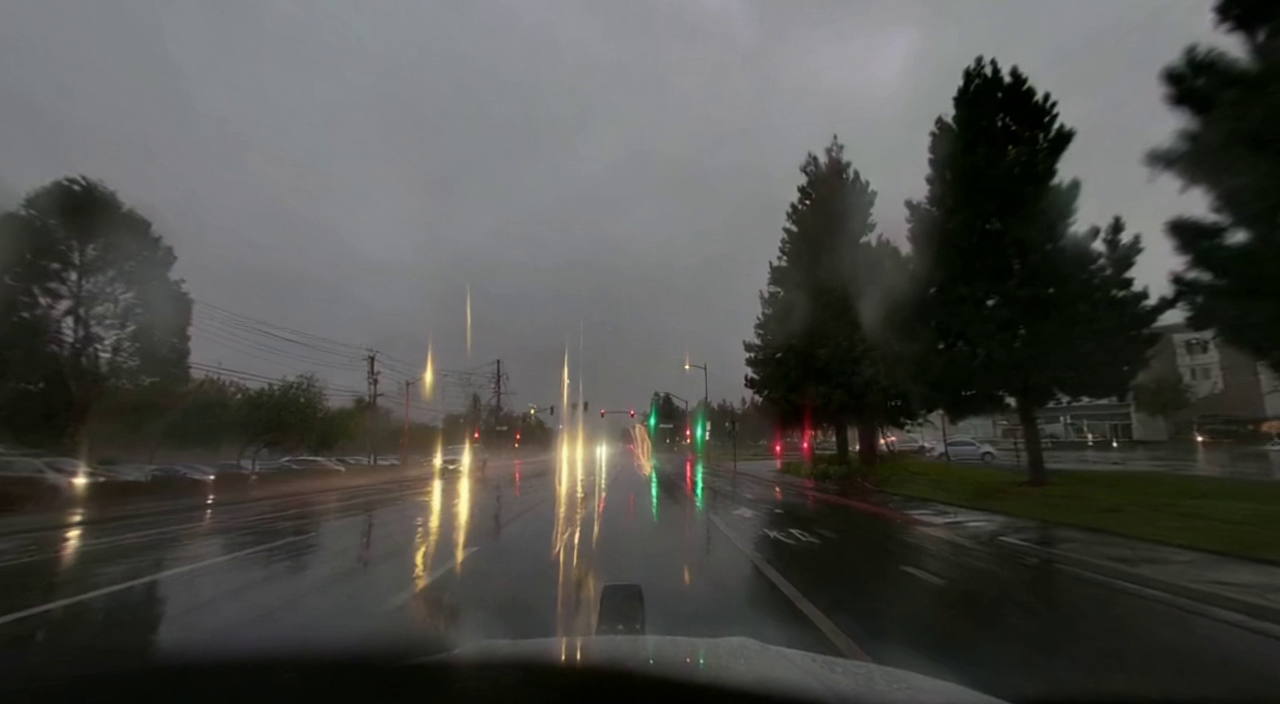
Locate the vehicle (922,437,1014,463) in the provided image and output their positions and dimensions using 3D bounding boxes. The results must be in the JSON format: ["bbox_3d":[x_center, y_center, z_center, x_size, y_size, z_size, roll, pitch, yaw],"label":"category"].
[{"bbox_3d":[19.750,5.903,38.161,4.505,1.481,1.870,0,-9,0],"label":"vehicle"}]

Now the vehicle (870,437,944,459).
[{"bbox_3d":[19.136,6.905,45.384,4.481,1.482,1.814,0,-9,-2],"label":"vehicle"}]

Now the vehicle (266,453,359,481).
[{"bbox_3d":[-25.052,8.809,48.514,5.763,1.982,2.425,-1,-9,1],"label":"vehicle"}]

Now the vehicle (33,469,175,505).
[{"bbox_3d":[-24.726,6.235,29.279,4.718,1.458,2.054,0,-9,0],"label":"vehicle"}]

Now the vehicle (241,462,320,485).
[{"bbox_3d":[-25.015,8.467,44.066,4.217,1.466,1.999,0,-9,0],"label":"vehicle"}]

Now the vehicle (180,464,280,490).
[{"bbox_3d":[-25.299,7.702,39.071,4.756,1.501,2.023,0,-9,1],"label":"vehicle"}]

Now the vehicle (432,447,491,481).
[{"bbox_3d":[-9.855,6.171,35.231,1.971,1.744,4.399,-1,-9,1],"label":"vehicle"}]

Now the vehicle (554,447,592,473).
[{"bbox_3d":[-3.933,6.360,37.507,1.928,1.451,4.219,0,-9,-2],"label":"vehicle"}]
